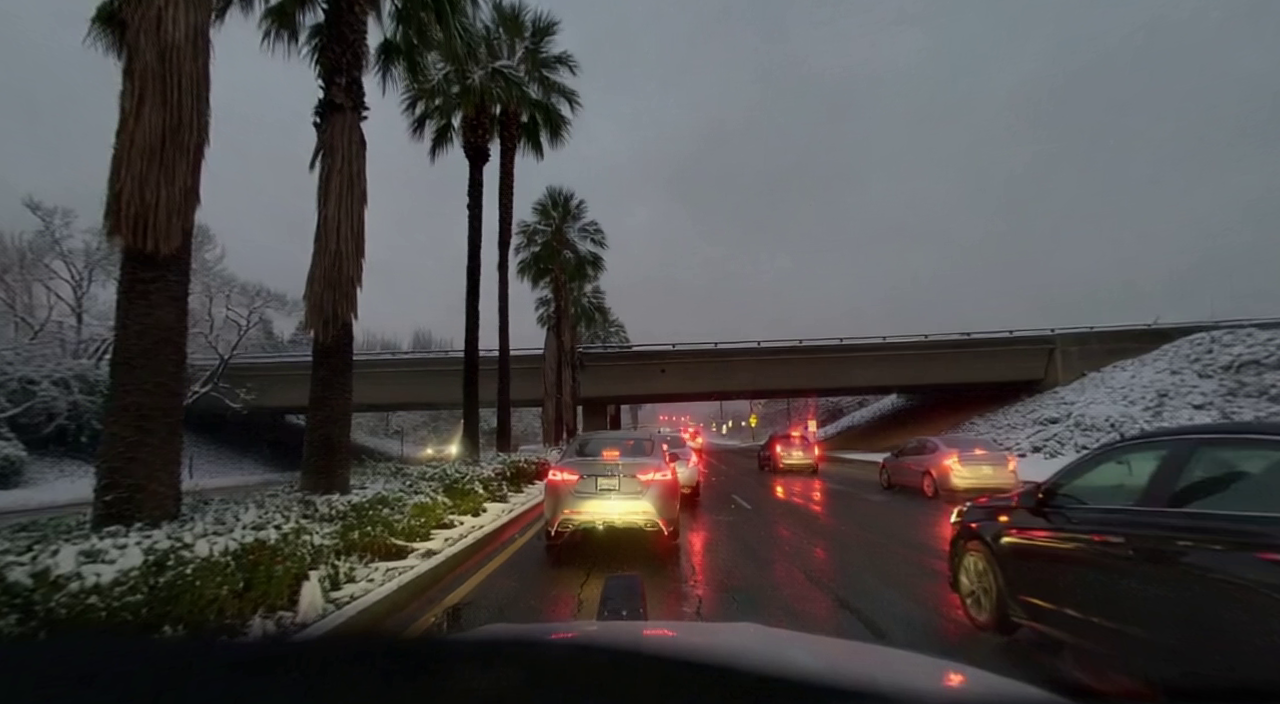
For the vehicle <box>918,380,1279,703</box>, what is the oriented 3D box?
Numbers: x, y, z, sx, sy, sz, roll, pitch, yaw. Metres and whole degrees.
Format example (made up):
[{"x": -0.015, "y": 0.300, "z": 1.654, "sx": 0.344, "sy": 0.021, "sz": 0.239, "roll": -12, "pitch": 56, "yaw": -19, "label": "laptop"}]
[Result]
[{"x": 3.386, "y": 0.966, "z": 2.943, "sx": 2.034, "sy": 1.517, "sz": 4.840, "roll": 0, "pitch": -8, "yaw": 1, "label": "vehicle"}]

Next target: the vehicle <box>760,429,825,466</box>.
[{"x": 8.031, "y": 5.129, "z": 33.648, "sx": 2.242, "sy": 1.817, "sz": 4.837, "roll": 0, "pitch": -8, "yaw": 0, "label": "vehicle"}]

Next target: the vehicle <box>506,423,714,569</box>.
[{"x": -0.258, "y": 1.805, "z": 8.632, "sx": 2.172, "sy": 1.506, "sz": 4.018, "roll": 0, "pitch": -8, "yaw": 2, "label": "vehicle"}]

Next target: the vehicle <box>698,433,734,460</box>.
[{"x": 5.048, "y": 6.306, "z": 42.048, "sx": 1.947, "sy": 1.716, "sz": 4.110, "roll": 0, "pitch": -8, "yaw": 0, "label": "vehicle"}]

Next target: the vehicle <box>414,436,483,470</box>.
[{"x": -11.894, "y": 6.302, "z": 39.507, "sx": 2.386, "sy": 1.943, "sz": 5.700, "roll": 0, "pitch": -8, "yaw": 1, "label": "vehicle"}]
